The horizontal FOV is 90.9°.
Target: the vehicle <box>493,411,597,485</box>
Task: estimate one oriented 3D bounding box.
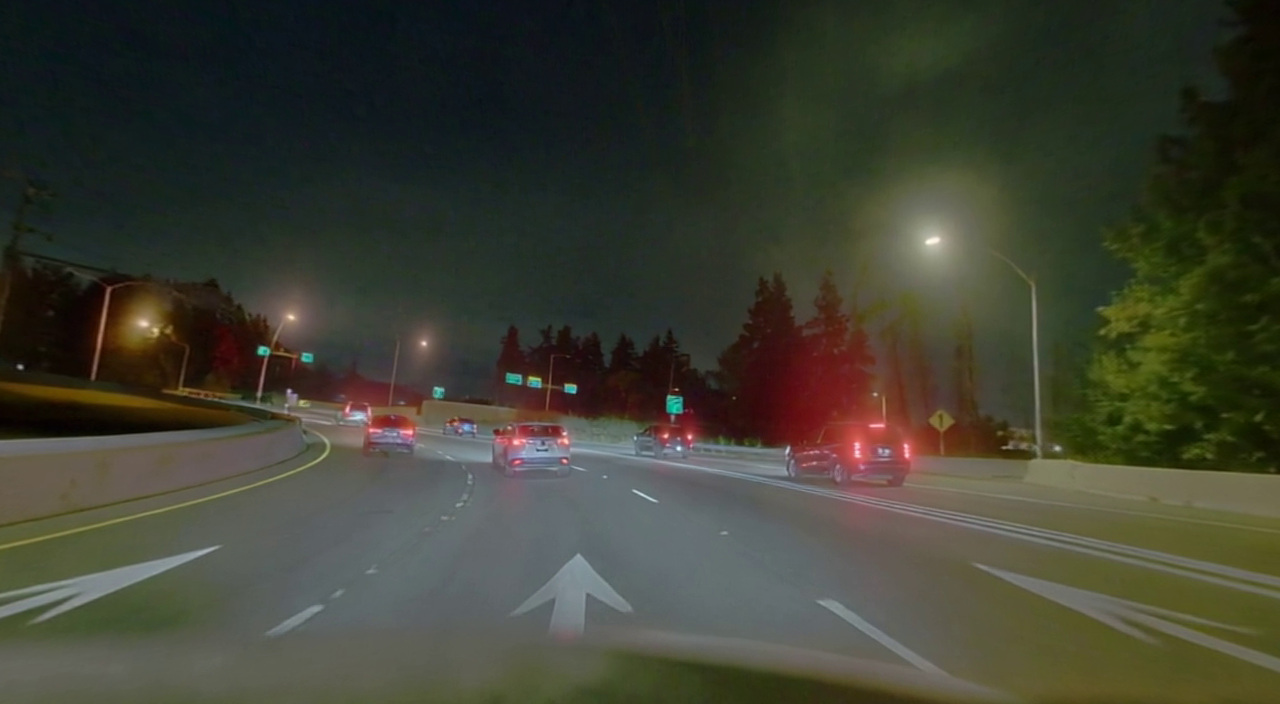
[{"bbox_3d":[-2.718,2.604,17.176,2.140,1.724,4.304,3,-9,-17],"label":"vehicle"}]

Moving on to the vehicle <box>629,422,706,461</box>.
[{"bbox_3d":[1.286,4.572,32.044,2.079,1.807,4.682,3,-9,-22],"label":"vehicle"}]

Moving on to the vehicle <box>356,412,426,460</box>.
[{"bbox_3d":[-8.877,3.011,22.342,2.033,1.501,4.623,4,-9,-23],"label":"vehicle"}]

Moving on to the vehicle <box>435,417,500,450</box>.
[{"bbox_3d":[-8.272,3.927,30.012,1.832,1.473,4.364,5,-10,-31],"label":"vehicle"}]
